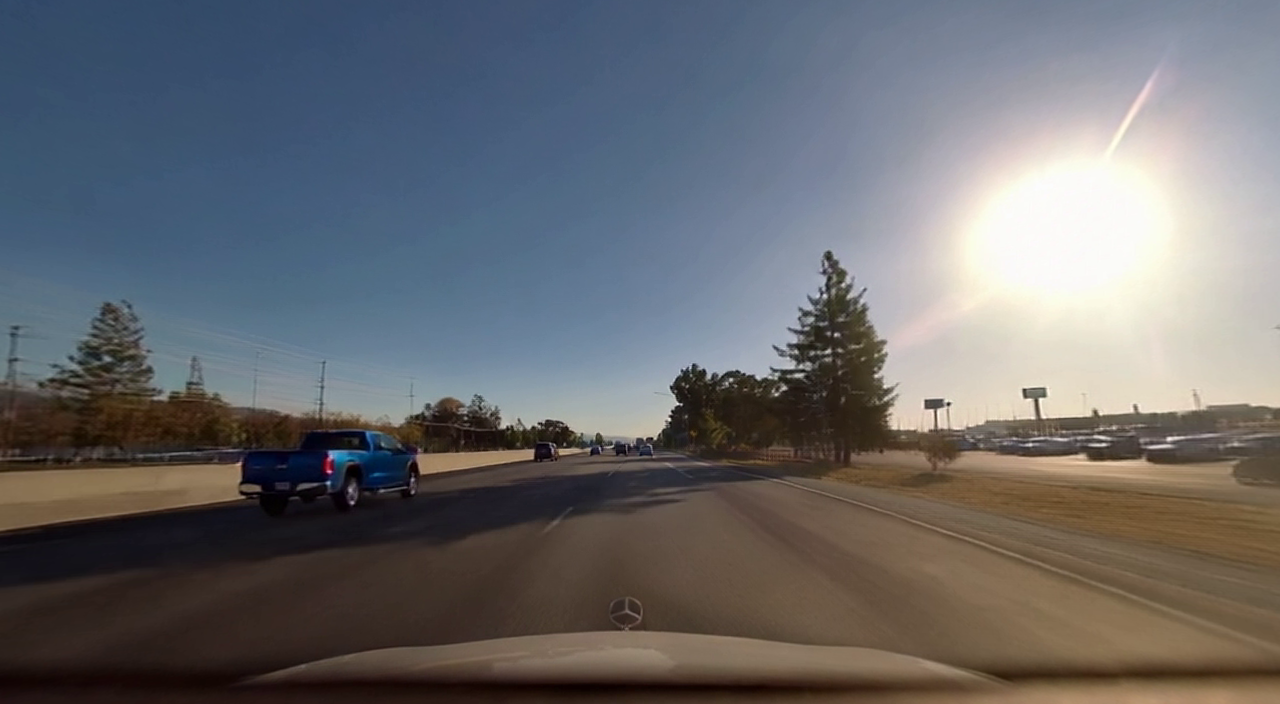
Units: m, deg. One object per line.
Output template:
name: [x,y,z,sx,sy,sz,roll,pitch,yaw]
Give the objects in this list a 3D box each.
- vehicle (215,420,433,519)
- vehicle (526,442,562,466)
vehicle: [-7.118,2.713,15.258,2.156,1.911,5.956,0,-8,1]
vehicle: [-7.382,7.846,48.693,2.021,1.699,4.324,0,-8,1]
